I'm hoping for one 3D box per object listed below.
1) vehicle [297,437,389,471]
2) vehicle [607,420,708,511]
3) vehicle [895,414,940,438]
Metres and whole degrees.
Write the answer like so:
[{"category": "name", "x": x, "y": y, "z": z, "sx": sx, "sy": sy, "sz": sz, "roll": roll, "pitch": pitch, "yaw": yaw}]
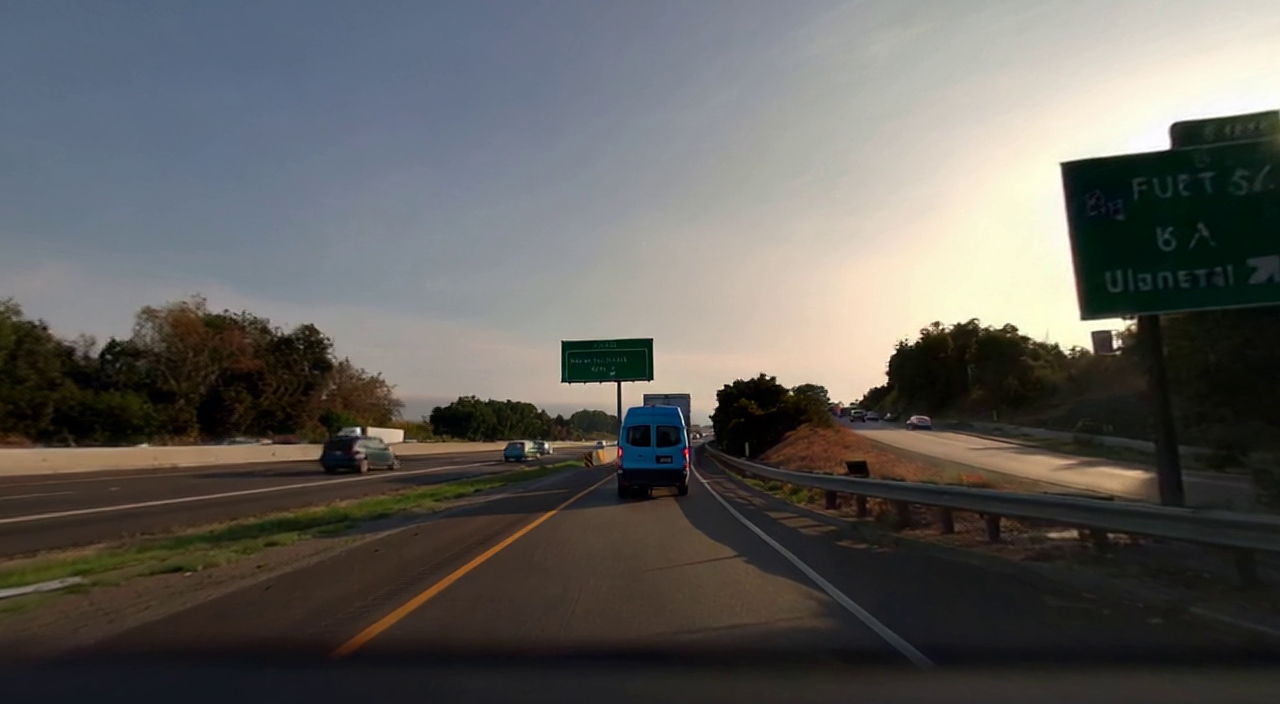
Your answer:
[{"category": "vehicle", "x": -15.955, "y": 5.520, "z": 34.293, "sx": 2.309, "sy": 1.683, "sz": 5.063, "roll": -1, "pitch": -8, "yaw": 3}, {"category": "vehicle", "x": 0.330, "y": 2.637, "z": 15.139, "sx": 2.043, "sy": 1.821, "sz": 4.558, "roll": 0, "pitch": -8, "yaw": 0}, {"category": "vehicle", "x": 20.747, "y": 5.603, "z": 47.410, "sx": 2.098, "sy": 1.654, "sz": 4.637, "roll": -2, "pitch": -8, "yaw": 11}]
